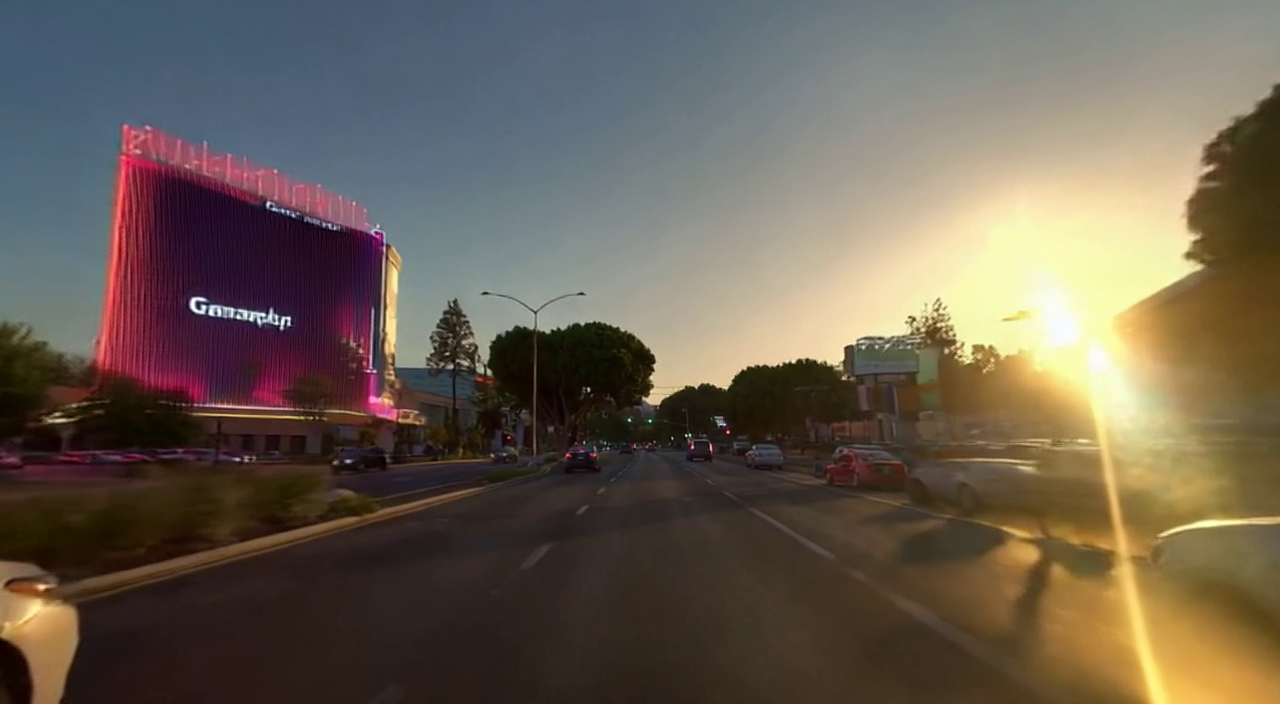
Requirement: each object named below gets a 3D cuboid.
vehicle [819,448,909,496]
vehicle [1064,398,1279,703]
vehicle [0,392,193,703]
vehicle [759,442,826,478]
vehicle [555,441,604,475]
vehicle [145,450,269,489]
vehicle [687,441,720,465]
[{"bbox_3d":[7.414,3.956,21.228,1.654,1.440,3.647,0,-8,0],"label":"vehicle"},{"bbox_3d":[3.393,0.760,1.247,1.981,1.499,4.536,0,-8,1],"label":"vehicle"},{"bbox_3d":[-3.357,0.678,0.688,2.155,1.504,4.776,0,-8,1],"label":"vehicle"},{"bbox_3d":[7.446,5.316,31.331,1.918,1.598,4.536,0,-8,-4],"label":"vehicle"},{"bbox_3d":[-2.848,5.076,30.545,1.917,1.511,4.436,0,-8,0],"label":"vehicle"},{"bbox_3d":[-18.001,4.879,26.545,1.919,1.460,4.572,0,-8,1],"label":"vehicle"},{"bbox_3d":[4.659,7.439,46.727,2.007,1.683,4.171,0,-8,-1],"label":"vehicle"}]
